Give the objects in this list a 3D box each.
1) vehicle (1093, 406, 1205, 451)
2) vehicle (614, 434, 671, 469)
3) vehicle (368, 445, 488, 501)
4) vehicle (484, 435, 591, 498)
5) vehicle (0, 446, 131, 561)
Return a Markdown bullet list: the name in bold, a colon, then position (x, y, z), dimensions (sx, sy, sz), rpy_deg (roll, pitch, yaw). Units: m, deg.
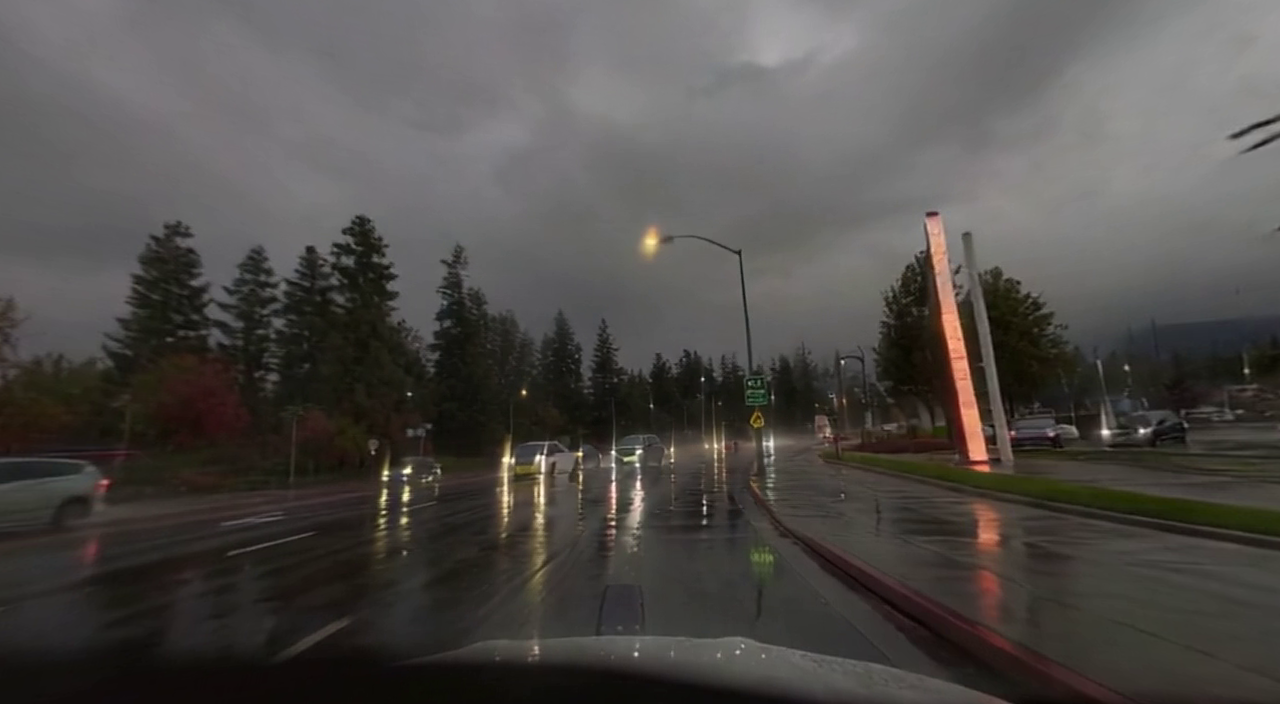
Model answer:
- **vehicle**: position (21.953, 3.351, 27.204), dimensions (4.982, 1.789, 2.303), rpy_deg (6, -10, -35)
- **vehicle**: position (0.218, 5.538, 35.353), dimensions (2.167, 1.832, 4.679), rpy_deg (-2, -9, 13)
- **vehicle**: position (-6.529, 3.734, 19.962), dimensions (1.974, 1.558, 3.949), rpy_deg (-1, -8, 8)
- **vehicle**: position (-2.910, 3.362, 19.016), dimensions (2.002, 1.664, 4.113), rpy_deg (-1, -8, 8)
- **vehicle**: position (-10.426, 2.286, 9.559), dimensions (1.799, 1.682, 4.637), rpy_deg (0, -8, -4)
